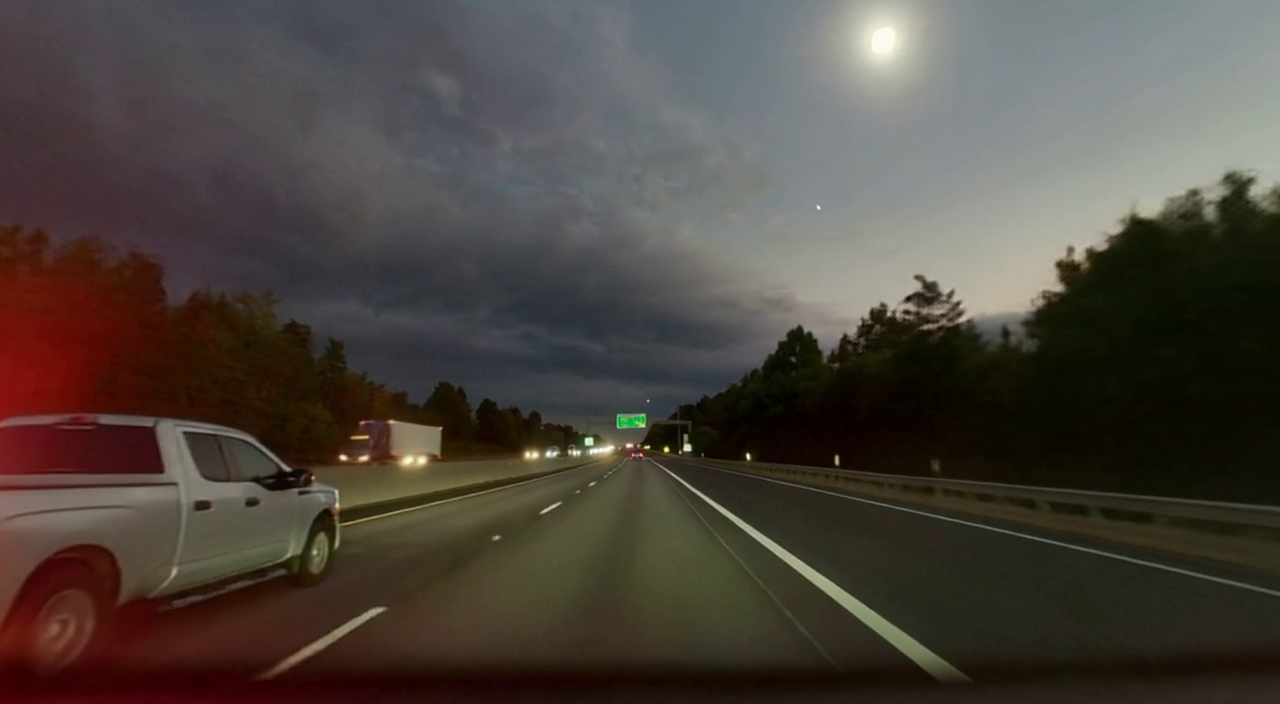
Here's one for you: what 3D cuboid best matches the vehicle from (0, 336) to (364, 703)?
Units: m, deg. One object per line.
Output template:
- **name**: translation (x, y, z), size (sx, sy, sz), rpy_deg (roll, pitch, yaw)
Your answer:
- **vehicle**: translation (-4.019, 1.047, 3.940), size (2.214, 1.872, 5.179), rpy_deg (0, -9, 0)
